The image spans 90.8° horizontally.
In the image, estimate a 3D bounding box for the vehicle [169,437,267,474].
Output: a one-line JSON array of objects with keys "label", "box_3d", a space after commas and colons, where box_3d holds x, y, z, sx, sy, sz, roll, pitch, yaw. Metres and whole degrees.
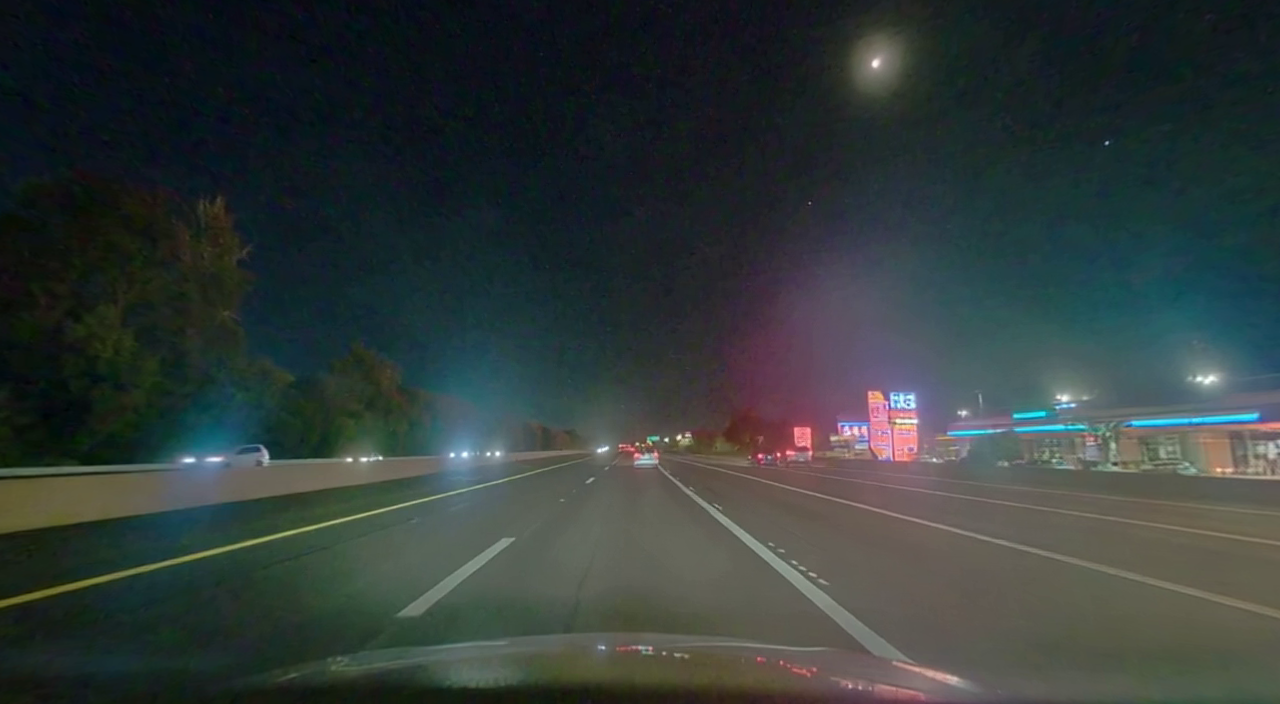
[{"label": "vehicle", "box_3d": [-25.188, 6.200, 38.057, 2.244, 1.998, 5.376, 0, -9, -1]}]

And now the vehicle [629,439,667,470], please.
[{"label": "vehicle", "box_3d": [0.441, 6.376, 39.438, 2.154, 1.786, 5.045, 0, -9, -2]}]

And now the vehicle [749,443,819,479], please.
[{"label": "vehicle", "box_3d": [6.361, 4.847, 28.427, 1.976, 1.477, 4.448, 0, -9, -2]}]
